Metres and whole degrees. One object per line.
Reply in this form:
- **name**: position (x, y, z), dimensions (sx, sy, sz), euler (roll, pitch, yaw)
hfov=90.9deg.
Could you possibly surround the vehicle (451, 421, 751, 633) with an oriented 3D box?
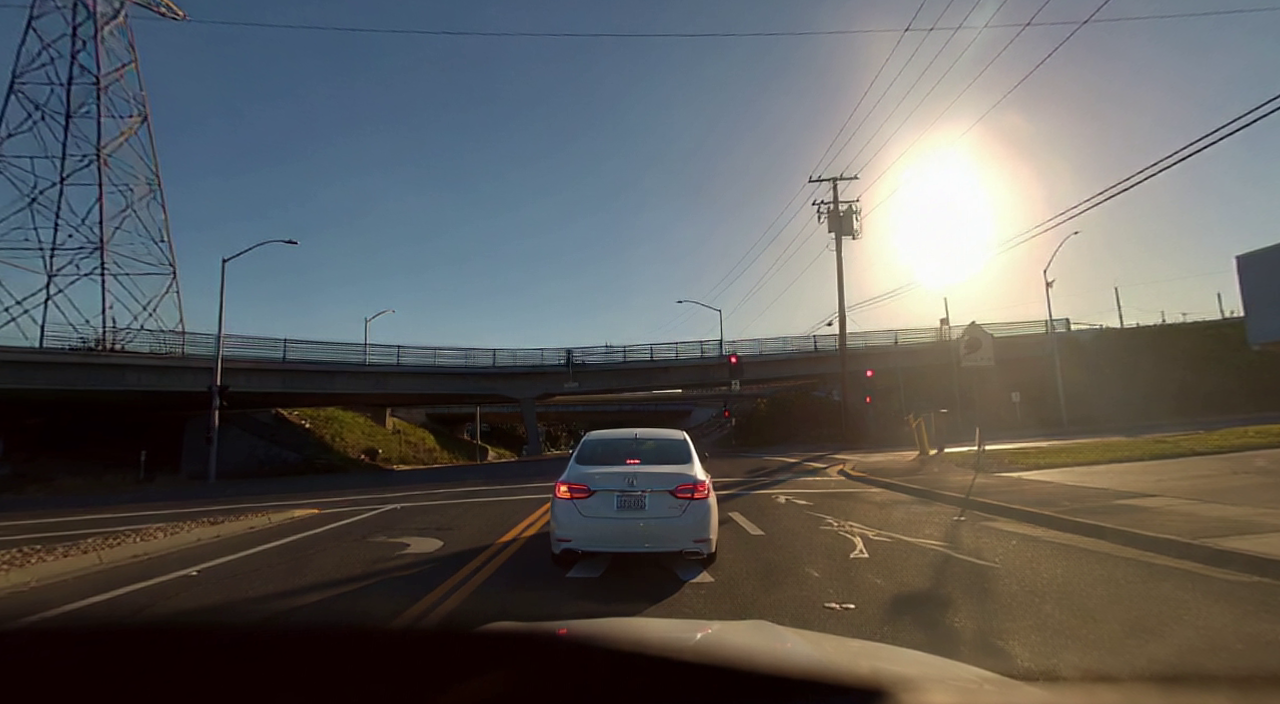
- **vehicle**: position (-0.240, 1.527, 6.477), dimensions (2.090, 1.458, 4.033), euler (-1, -9, 1)
